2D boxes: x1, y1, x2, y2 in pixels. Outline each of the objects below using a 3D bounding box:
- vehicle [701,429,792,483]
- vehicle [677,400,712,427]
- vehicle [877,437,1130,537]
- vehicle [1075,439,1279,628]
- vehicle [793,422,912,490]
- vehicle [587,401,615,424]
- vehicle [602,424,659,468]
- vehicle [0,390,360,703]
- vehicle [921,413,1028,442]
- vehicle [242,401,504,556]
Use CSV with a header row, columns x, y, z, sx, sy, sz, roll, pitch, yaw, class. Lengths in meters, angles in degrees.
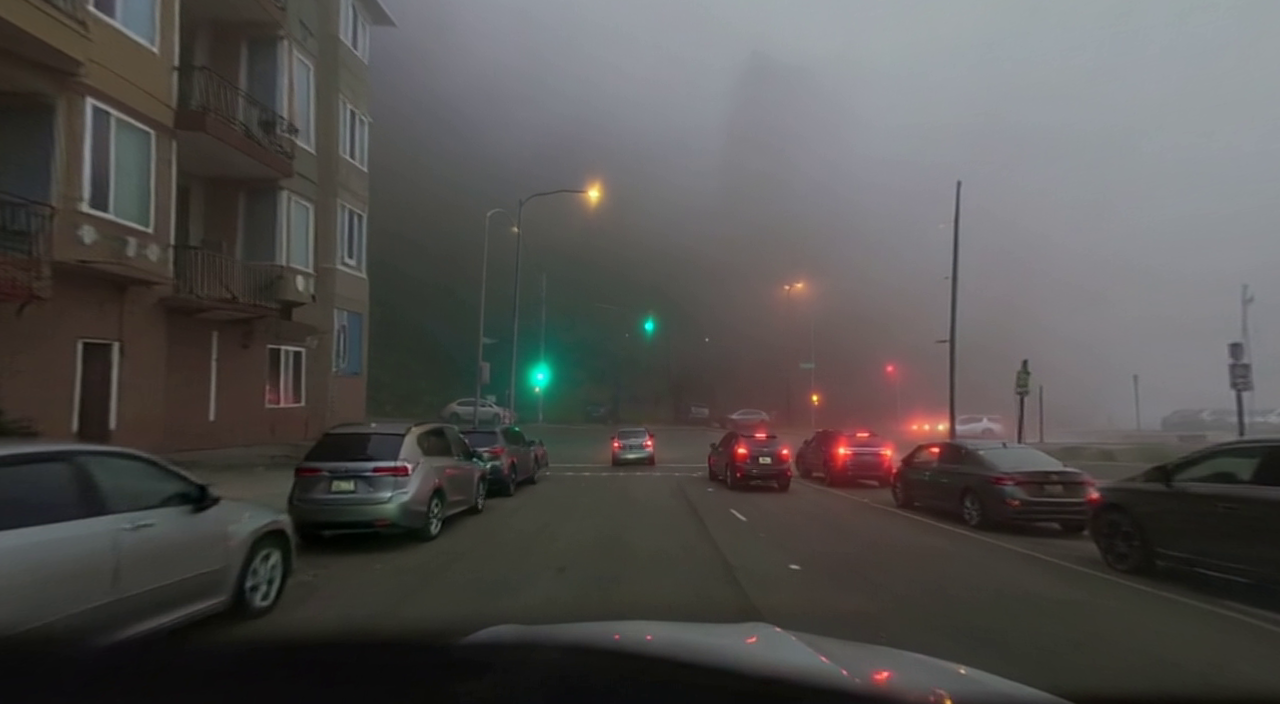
x,y,z,sx,sy,sz,roll,pitch,yaw,class
3.152,3.178,19.633,2.055,1.450,4.676,0,-8,0,vehicle
3.751,4.340,44.137,2.093,1.655,4.327,0,-8,1,vehicle
6.155,2.289,11.460,1.962,1.438,4.440,0,-8,0,vehicle
6.056,1.454,5.124,1.938,1.487,4.371,0,-8,1,vehicle
6.132,3.044,18.823,1.999,1.752,4.502,0,-8,1,vehicle
-2.882,4.581,47.310,1.878,1.521,3.697,0,-8,-1,vehicle
-0.292,3.456,23.312,1.923,1.460,3.923,0,-8,1,vehicle
-3.525,1.037,3.471,1.869,1.491,4.458,0,-8,1,vehicle
18.396,4.201,34.818,4.738,1.537,1.960,-1,-8,2,vehicle
-3.449,1.713,9.261,1.922,1.704,4.398,0,-8,0,vehicle
